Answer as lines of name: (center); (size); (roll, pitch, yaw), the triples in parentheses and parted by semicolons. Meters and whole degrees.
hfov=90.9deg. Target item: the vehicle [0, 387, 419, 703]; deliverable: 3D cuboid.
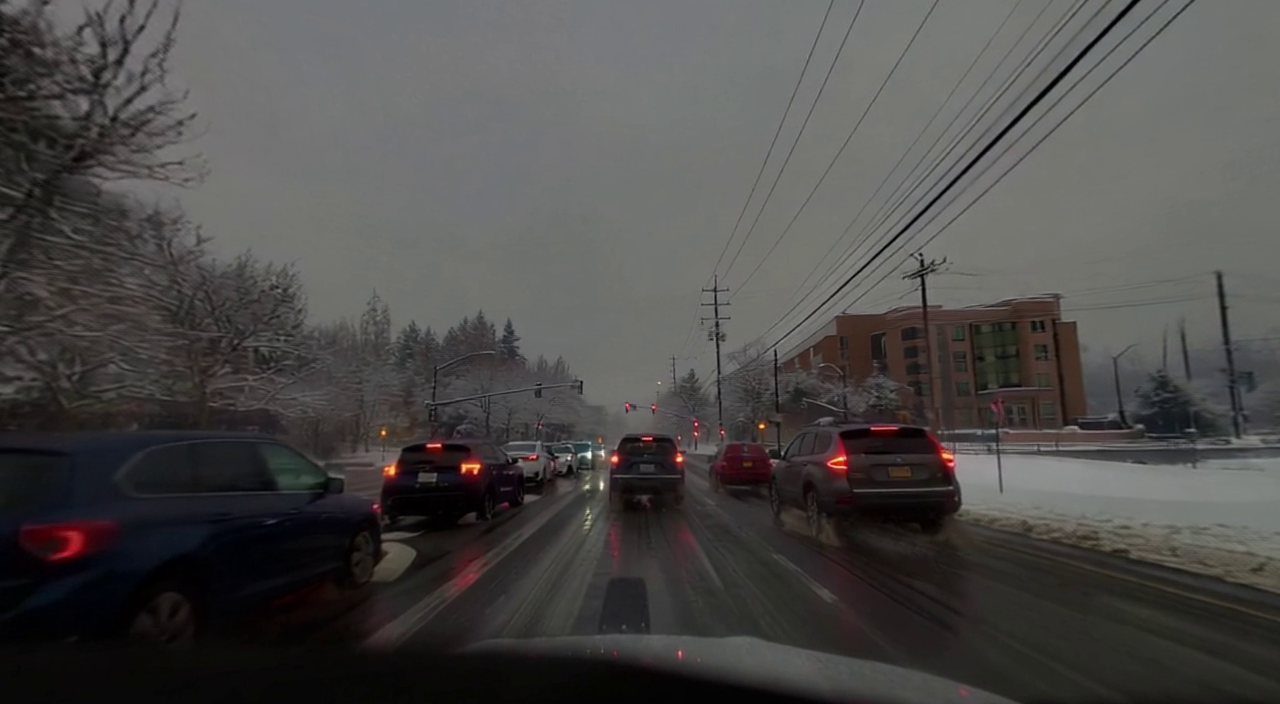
vehicle: (-3.221, 1.185, 4.187); (2.104, 1.488, 4.546); (0, -8, -4)

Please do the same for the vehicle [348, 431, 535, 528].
vehicle: (-3.498, 2.346, 12.226); (2.124, 1.500, 4.626); (0, -8, 0)

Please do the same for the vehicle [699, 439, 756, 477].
vehicle: (3.780, 4.672, 28.005); (1.880, 1.503, 4.130); (0, -8, -1)

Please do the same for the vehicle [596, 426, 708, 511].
vehicle: (0.219, 2.611, 14.538); (2.200, 1.653, 4.127); (0, -8, 0)

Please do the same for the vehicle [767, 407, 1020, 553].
vehicle: (3.464, 1.855, 9.776); (2.024, 1.711, 4.512); (0, -8, 0)
